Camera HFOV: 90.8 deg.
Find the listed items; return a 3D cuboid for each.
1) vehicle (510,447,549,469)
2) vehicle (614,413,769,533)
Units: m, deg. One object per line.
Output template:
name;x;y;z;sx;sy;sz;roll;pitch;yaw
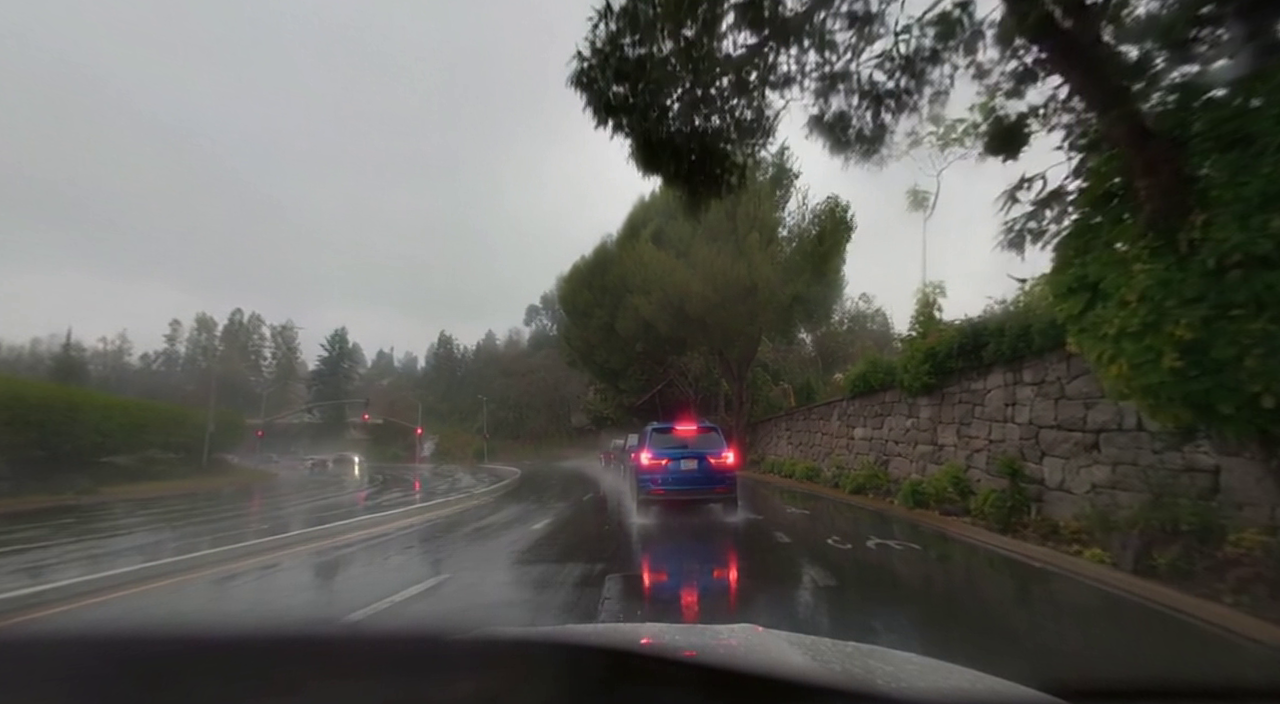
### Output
vehicle;-8.071;7.685;45.876;2.023;1.474;4.286;3;-9;-19
vehicle;0.738;2.109;11.584;2.287;1.762;4.269;0;-8;-1
